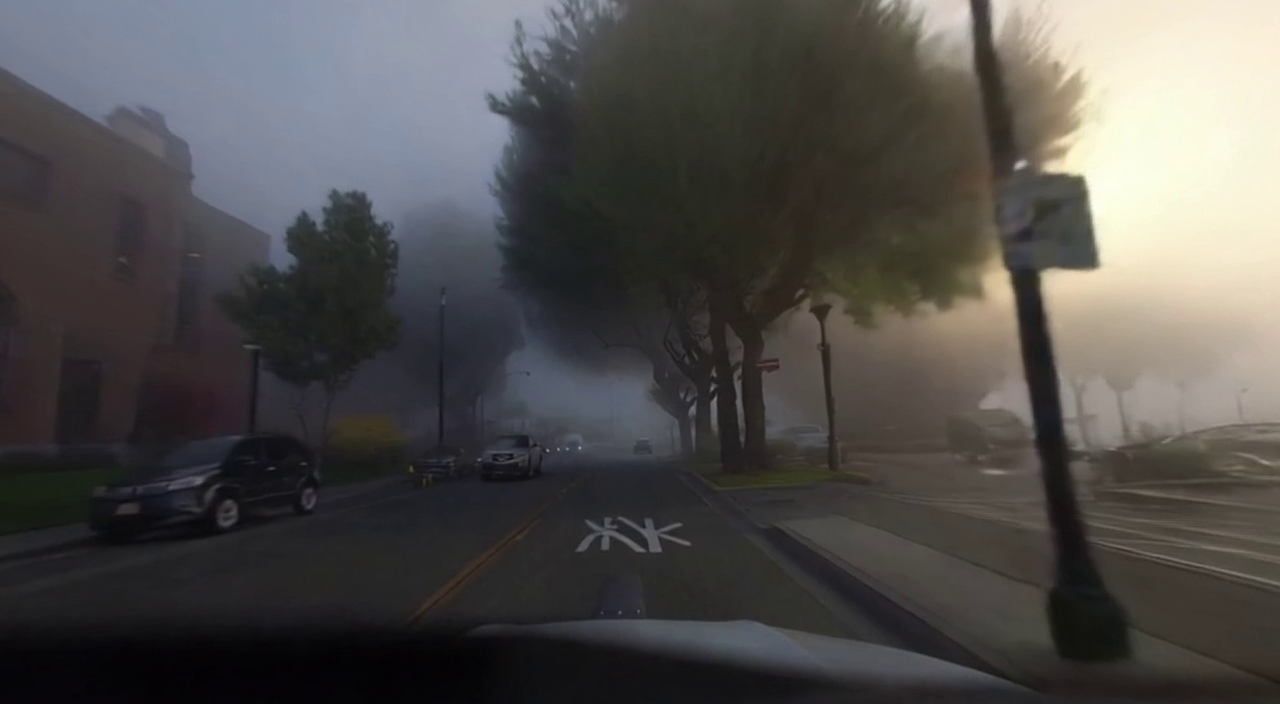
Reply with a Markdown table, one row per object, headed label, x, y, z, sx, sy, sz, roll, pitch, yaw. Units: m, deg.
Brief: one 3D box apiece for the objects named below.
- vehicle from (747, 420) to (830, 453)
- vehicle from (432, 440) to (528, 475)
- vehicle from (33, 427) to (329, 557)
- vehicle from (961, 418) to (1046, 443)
| label | x | y | z | sx | sy | sz | roll | pitch | yaw |
| --- | --- | --- | --- | --- | --- | --- | --- | --- | --- |
| vehicle | 10.843 | 6.161 | 46.268 | 5.453 | 1.794 | 2.011 | -6 | -6 | -1 |
| vehicle | -8.764 | 5.797 | 34.731 | 1.879 | 1.543 | 4.778 | -14 | -14 | 43 |
| vehicle | -7.508 | 2.232 | 11.020 | 1.950 | 1.743 | 4.312 | -2 | -7 | 0 |
| vehicle | 23.675 | 5.151 | 41.110 | 4.371 | 1.614 | 1.910 | 0 | -8 | -3 |
